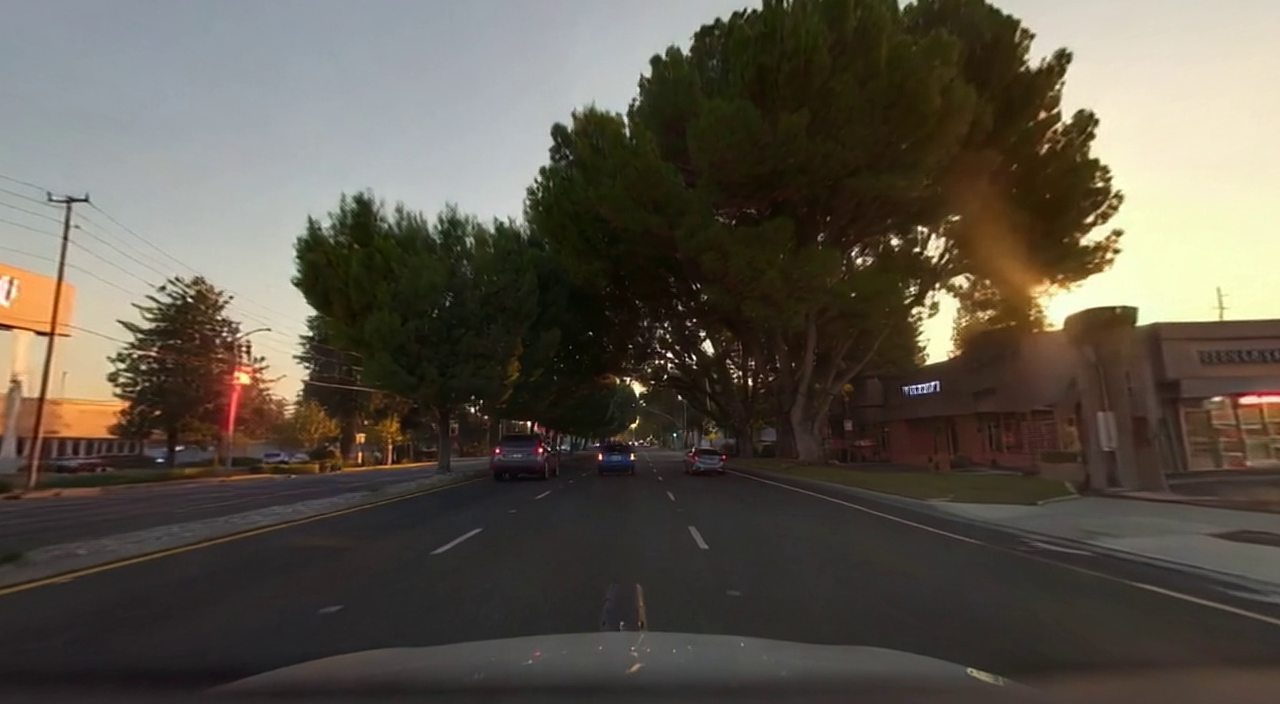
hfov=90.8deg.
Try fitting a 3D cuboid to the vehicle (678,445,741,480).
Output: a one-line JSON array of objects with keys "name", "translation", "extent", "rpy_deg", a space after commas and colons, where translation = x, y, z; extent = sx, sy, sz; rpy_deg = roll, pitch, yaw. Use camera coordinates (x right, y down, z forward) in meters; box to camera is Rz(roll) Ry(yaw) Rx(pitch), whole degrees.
[{"name": "vehicle", "translation": [3.089, 5.049, 29.201], "extent": [2.207, 1.447, 4.418], "rpy_deg": [0, -8, -3]}]

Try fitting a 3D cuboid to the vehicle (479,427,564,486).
[{"name": "vehicle", "translation": [-4.401, 4.012, 24.508], "extent": [2.252, 1.999, 5.605], "rpy_deg": [0, -8, 0]}]

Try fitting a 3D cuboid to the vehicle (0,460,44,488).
[{"name": "vehicle", "translation": [-38.706, 7.448, 38.677], "extent": [1.871, 1.468, 4.670], "rpy_deg": [4, -9, -27]}]

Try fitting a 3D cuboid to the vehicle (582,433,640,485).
[{"name": "vehicle", "translation": [-1.035, 4.084, 24.325], "extent": [2.061, 1.809, 4.141], "rpy_deg": [0, -8, -1]}]
